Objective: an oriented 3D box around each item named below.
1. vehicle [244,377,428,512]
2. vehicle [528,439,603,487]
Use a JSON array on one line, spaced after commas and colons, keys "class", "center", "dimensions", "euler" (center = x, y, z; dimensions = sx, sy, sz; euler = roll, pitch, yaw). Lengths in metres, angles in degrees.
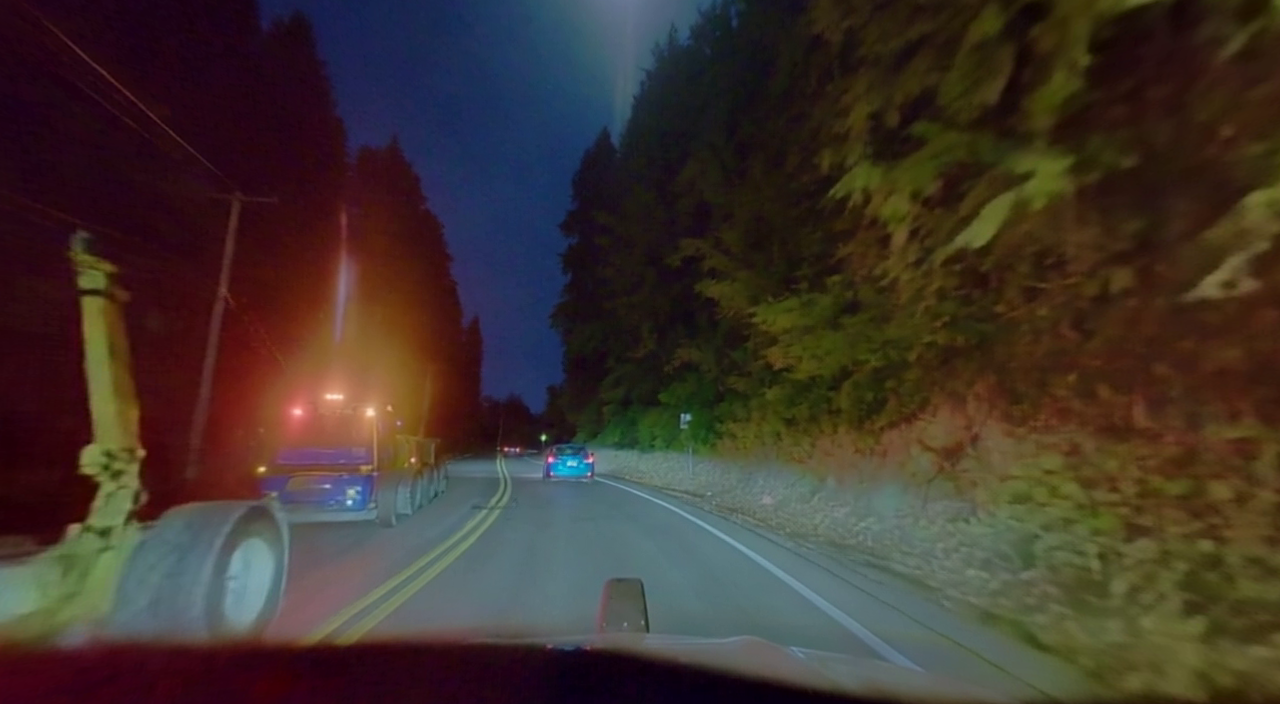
[{"class": "vehicle", "center": [-6.592, 2.087, 14.330], "dimensions": [2.257, 2.597, 4.069], "euler": [0, -8, -4]}, {"class": "vehicle", "center": [-2.703, 3.825, 22.136], "dimensions": [2.259, 1.503, 4.075], "euler": [2, -8, -11]}]
